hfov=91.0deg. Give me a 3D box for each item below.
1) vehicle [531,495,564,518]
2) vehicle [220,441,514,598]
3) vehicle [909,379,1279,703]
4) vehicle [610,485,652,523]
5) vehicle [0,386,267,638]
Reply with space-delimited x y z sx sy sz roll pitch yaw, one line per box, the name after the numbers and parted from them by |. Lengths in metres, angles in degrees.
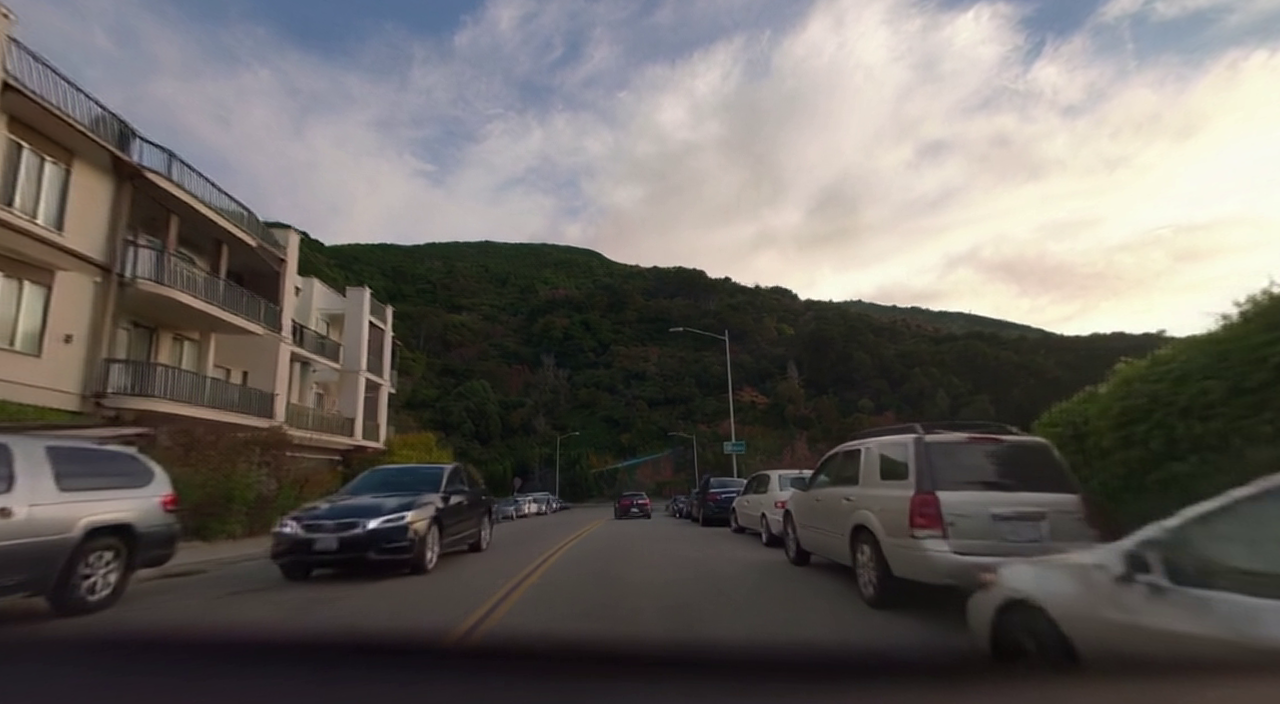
-7.033 11.829 48.291 1.859 1.428 4.465 0 -10 -1 | vehicle
-3.336 2.208 9.000 2.102 1.621 4.627 0 -11 0 | vehicle
2.620 0.776 1.382 1.933 1.465 4.698 0 -8 -1 | vehicle
-0.536 8.368 34.953 2.201 1.731 3.854 0 -8 -2 | vehicle
-6.384 1.358 5.475 2.692 1.949 5.948 0 -11 -1 | vehicle
